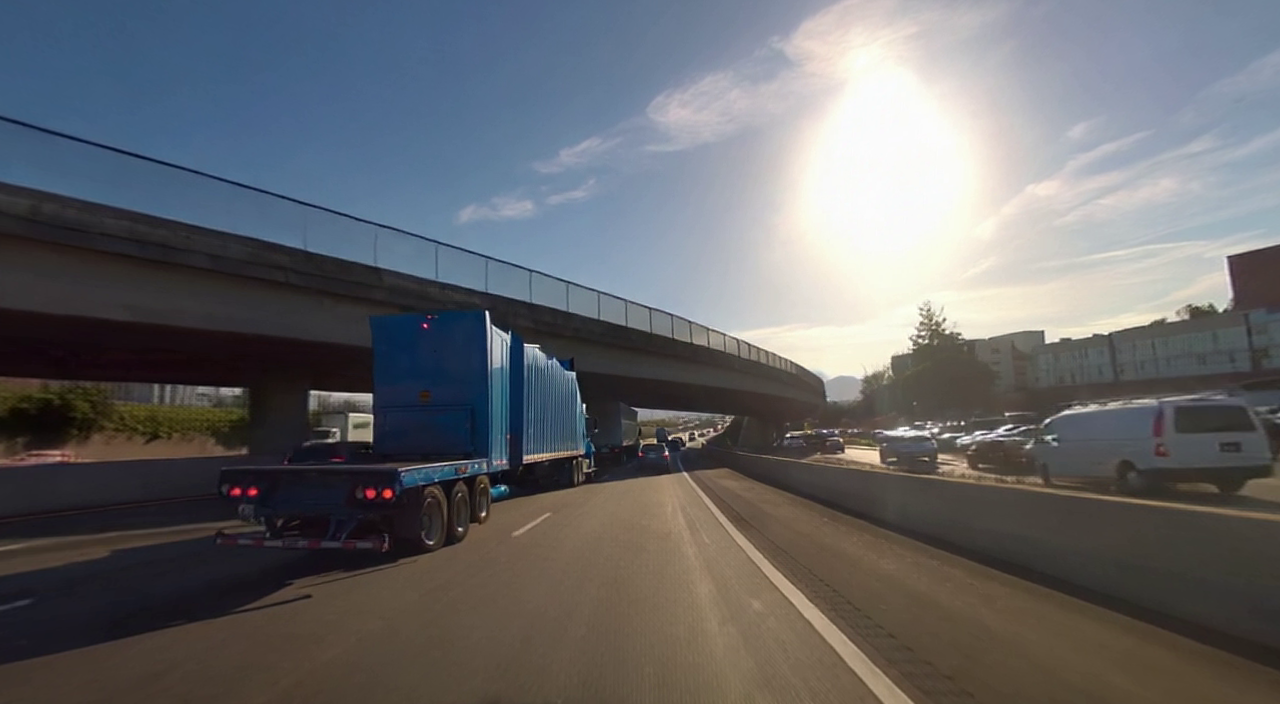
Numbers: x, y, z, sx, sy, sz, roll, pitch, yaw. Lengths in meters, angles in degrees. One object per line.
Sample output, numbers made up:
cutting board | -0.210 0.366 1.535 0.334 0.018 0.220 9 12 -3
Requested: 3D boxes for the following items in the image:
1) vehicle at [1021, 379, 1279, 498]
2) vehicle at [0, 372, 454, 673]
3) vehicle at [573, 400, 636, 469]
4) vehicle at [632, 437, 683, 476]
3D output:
vehicle | 13.947 2.413 17.344 2.679 2.597 7.126 -1 -9 3
vehicle | -3.620 1.247 5.535 2.896 1.779 3.441 0 -8 0
vehicle | -2.079 5.492 41.240 3.073 3.894 9.782 -1 -9 3
vehicle | 0.835 4.742 28.777 2.178 1.640 4.071 -1 -9 3
